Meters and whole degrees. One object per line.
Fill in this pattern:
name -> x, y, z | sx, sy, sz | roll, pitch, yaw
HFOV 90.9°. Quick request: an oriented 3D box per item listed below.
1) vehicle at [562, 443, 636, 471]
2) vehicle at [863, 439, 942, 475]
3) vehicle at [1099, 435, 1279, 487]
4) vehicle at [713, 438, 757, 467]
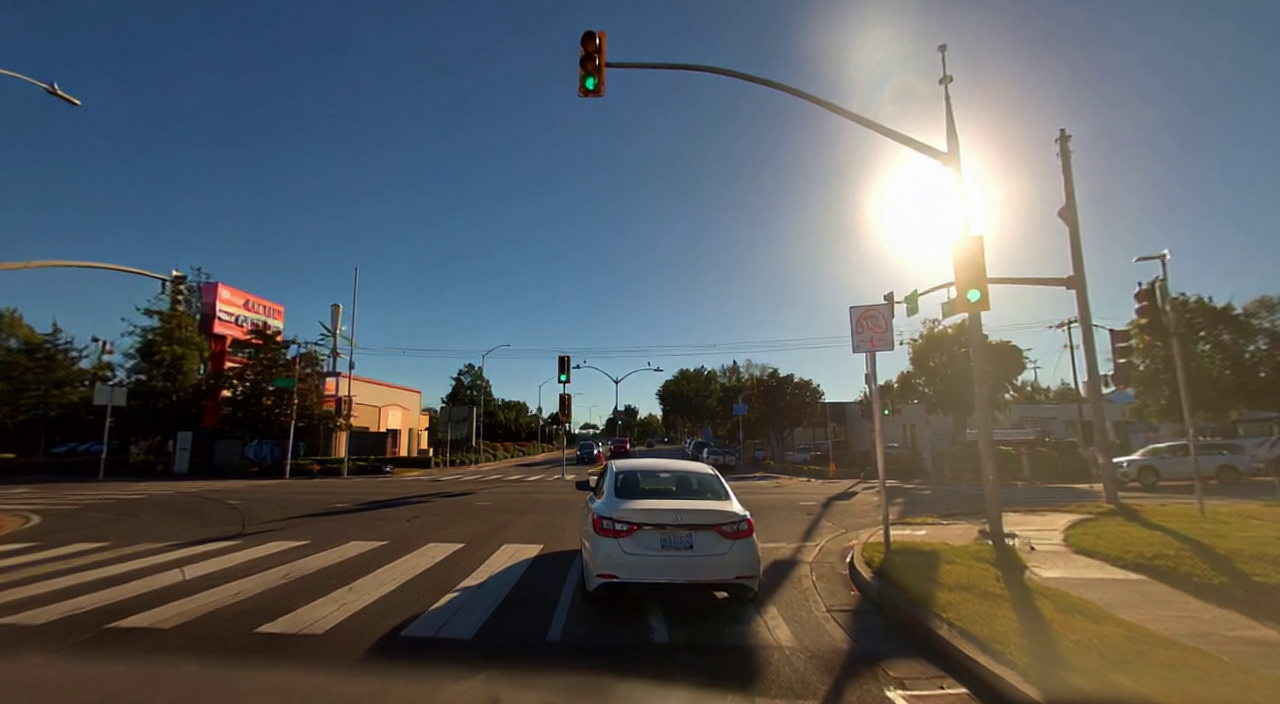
vehicle -> -2.453, 6.201, 37.465 | 3.991, 1.526, 1.868 | -5, -9, 31
vehicle -> 12.422, 5.051, 30.110 | 1.922, 1.529, 3.964 | 0, -12, -1
vehicle -> 16.808, 3.332, 19.421 | 3.876, 1.512, 1.784 | 0, -8, -1
vehicle -> 6.886, 7.292, 46.017 | 1.491, 2.041, 2.964 | 6, -10, -34
